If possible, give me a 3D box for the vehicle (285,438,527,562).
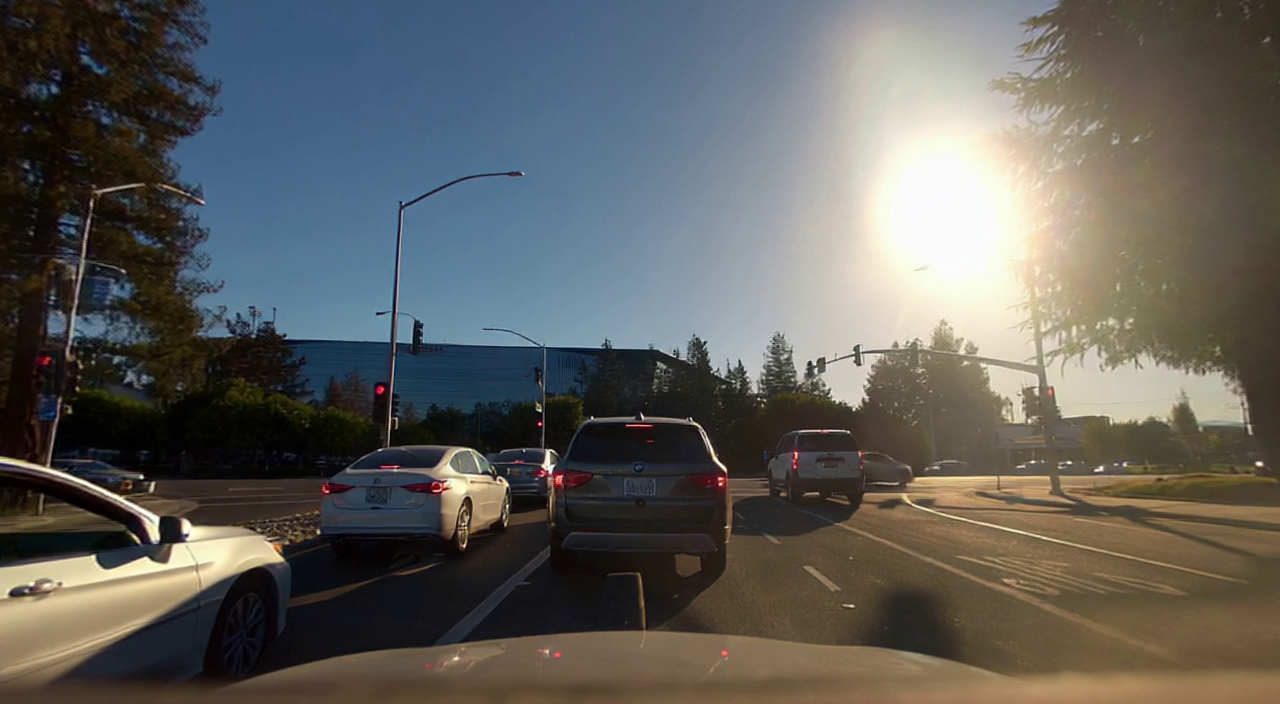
[{"bbox_3d":[-3.192,2.091,9.764,1.913,1.453,4.413,0,-8,2],"label":"vehicle"}]

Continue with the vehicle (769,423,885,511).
[{"bbox_3d":[4.816,3.004,16.927,2.084,2.053,4.073,-1,-8,4],"label":"vehicle"}]

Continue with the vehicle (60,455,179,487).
[{"bbox_3d":[-25.963,5.946,31.610,4.140,1.444,1.742,2,-9,-15],"label":"vehicle"}]

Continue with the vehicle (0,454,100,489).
[{"bbox_3d":[-27.042,5.277,27.959,4.198,1.444,1.765,2,-9,-15],"label":"vehicle"}]

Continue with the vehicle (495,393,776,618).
[{"bbox_3d":[-0.028,1.525,7.179,2.203,1.757,4.286,0,-8,0],"label":"vehicle"}]
